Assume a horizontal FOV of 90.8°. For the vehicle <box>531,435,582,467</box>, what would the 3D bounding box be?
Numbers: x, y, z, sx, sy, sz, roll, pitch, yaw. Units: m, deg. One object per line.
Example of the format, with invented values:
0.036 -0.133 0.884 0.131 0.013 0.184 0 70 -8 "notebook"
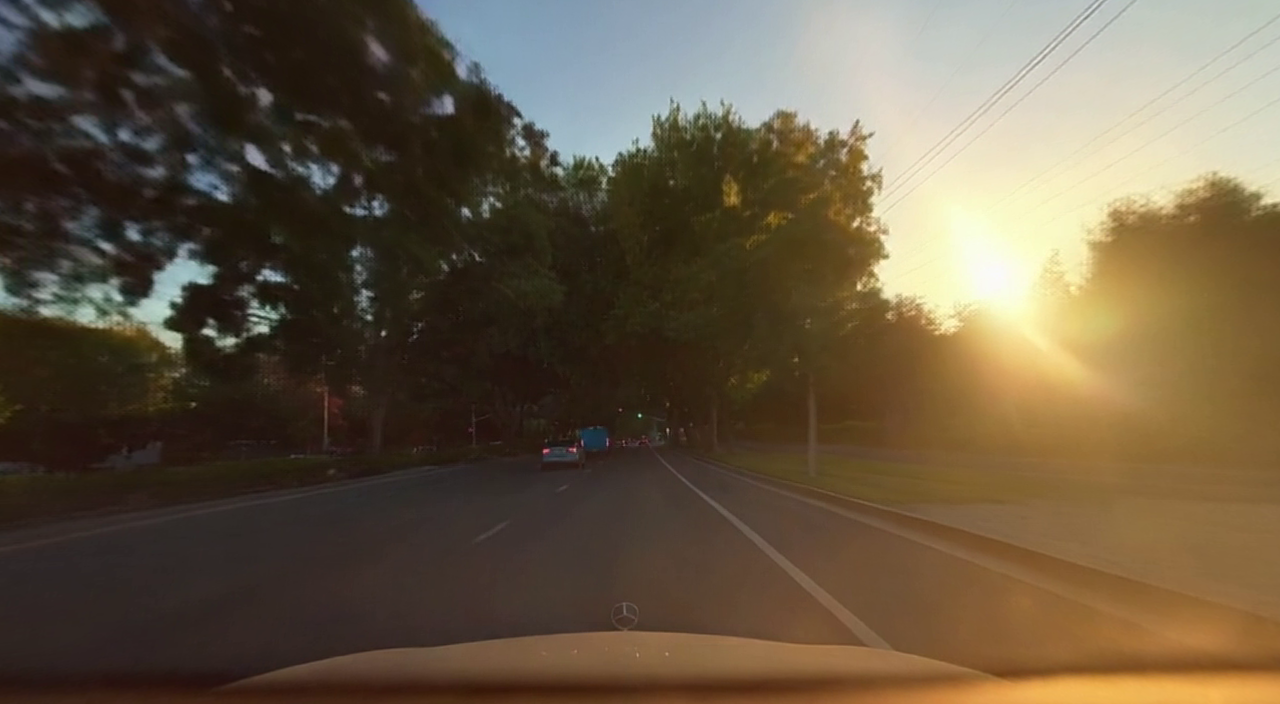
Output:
-3.961 4.772 30.591 2.009 1.473 4.028 0 -8 -1 "vehicle"
